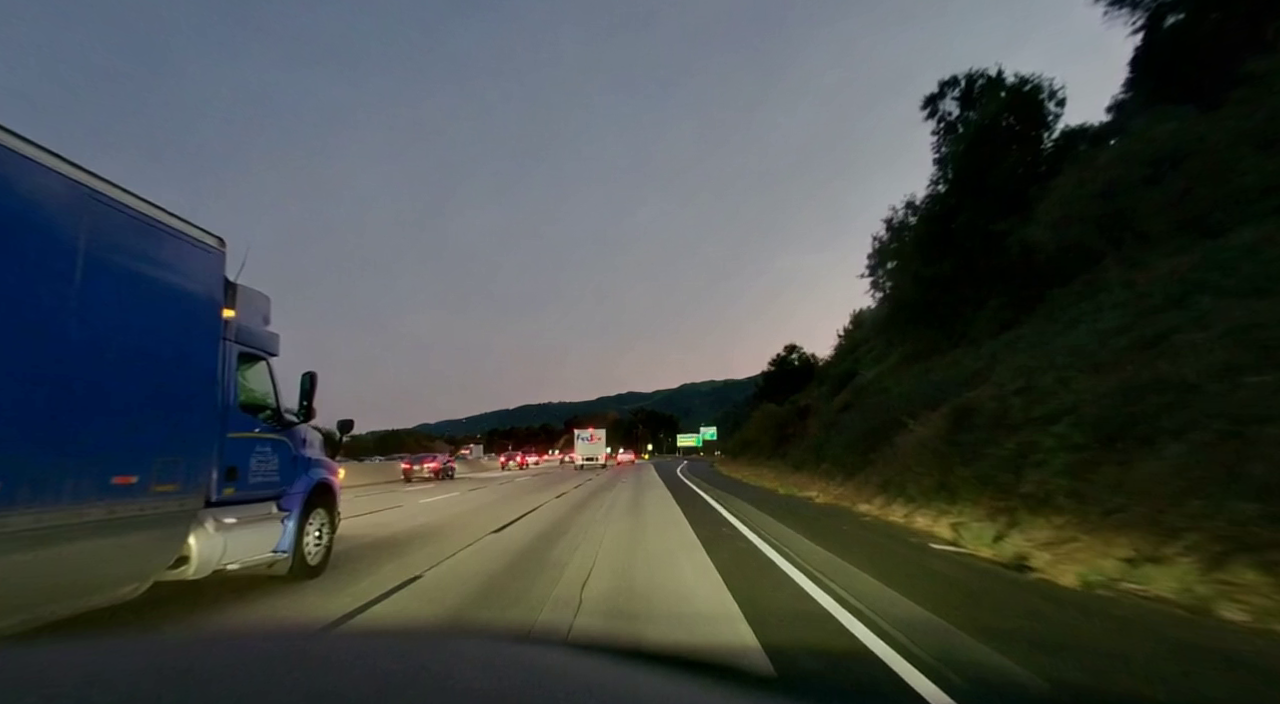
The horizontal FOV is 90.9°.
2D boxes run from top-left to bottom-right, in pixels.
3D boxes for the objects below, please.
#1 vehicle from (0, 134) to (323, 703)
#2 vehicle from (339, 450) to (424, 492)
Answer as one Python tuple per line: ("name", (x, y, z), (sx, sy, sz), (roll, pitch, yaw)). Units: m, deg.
("vehicle", (-4.181, 0.399, 2.933), (2.318, 2.834, 5.910), (0, -8, -1))
("vehicle", (-11.675, 5.382, 28.828), (1.931, 1.692, 4.443), (0, -8, 1))
